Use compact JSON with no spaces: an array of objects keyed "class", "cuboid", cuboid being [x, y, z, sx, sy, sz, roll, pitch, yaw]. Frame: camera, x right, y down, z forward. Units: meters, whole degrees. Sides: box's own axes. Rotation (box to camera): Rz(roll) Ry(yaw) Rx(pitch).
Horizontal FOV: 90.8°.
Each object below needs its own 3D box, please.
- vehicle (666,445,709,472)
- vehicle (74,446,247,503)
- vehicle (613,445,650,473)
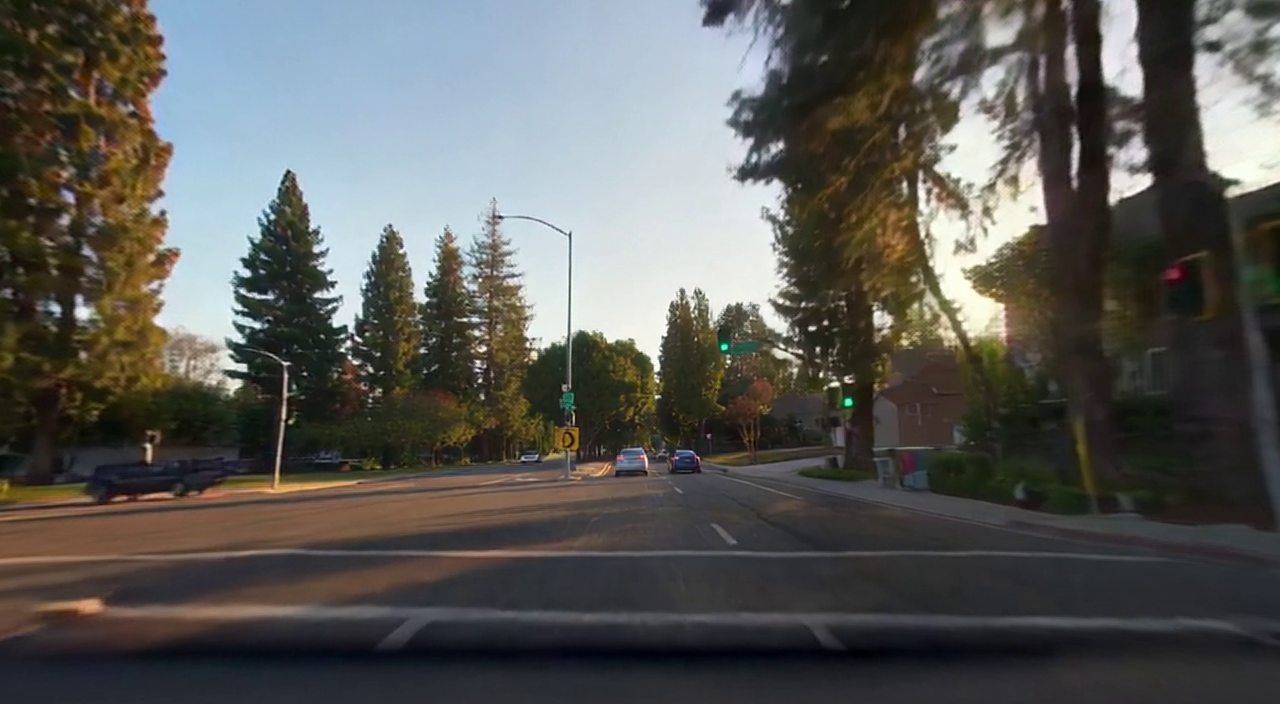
[{"class":"vehicle","cuboid":[2.716,6.272,37.439,2.057,1.496,4.401,0,-8,-2]},{"class":"vehicle","cuboid":[-18.419,4.646,24.515,5.008,1.940,2.188,6,-11,-38]},{"class":"vehicle","cuboid":[-0.528,6.128,36.539,2.018,1.511,3.993,0,-8,-1]}]
